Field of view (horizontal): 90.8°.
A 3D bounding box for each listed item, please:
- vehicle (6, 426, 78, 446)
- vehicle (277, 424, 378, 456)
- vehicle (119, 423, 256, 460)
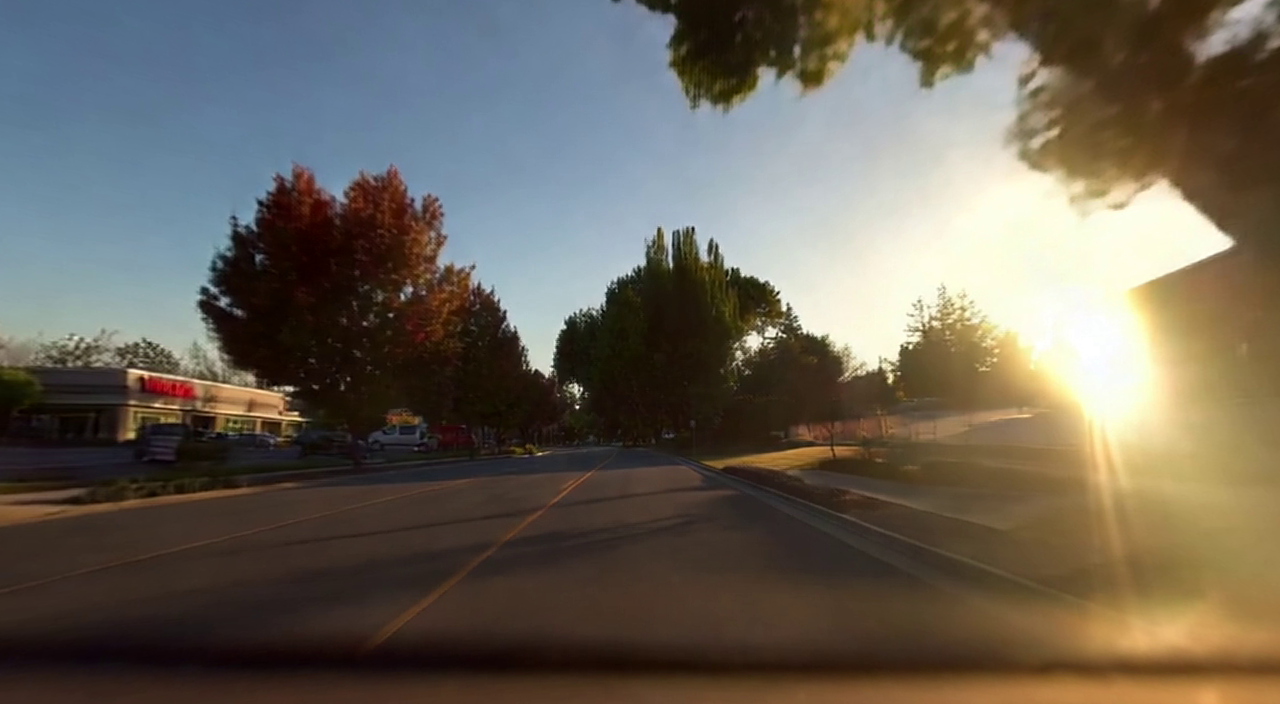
[{"bbox_3d":[-44.697,6.284,47.314,1.724,1.442,4.416,2,-8,-11],"label":"vehicle"},{"bbox_3d":[-19.439,5.501,39.459,5.109,1.891,2.206,0,-8,-1],"label":"vehicle"},{"bbox_3d":[-18.507,3.691,25.957,4.238,1.459,1.753,0,-9,1],"label":"vehicle"}]
